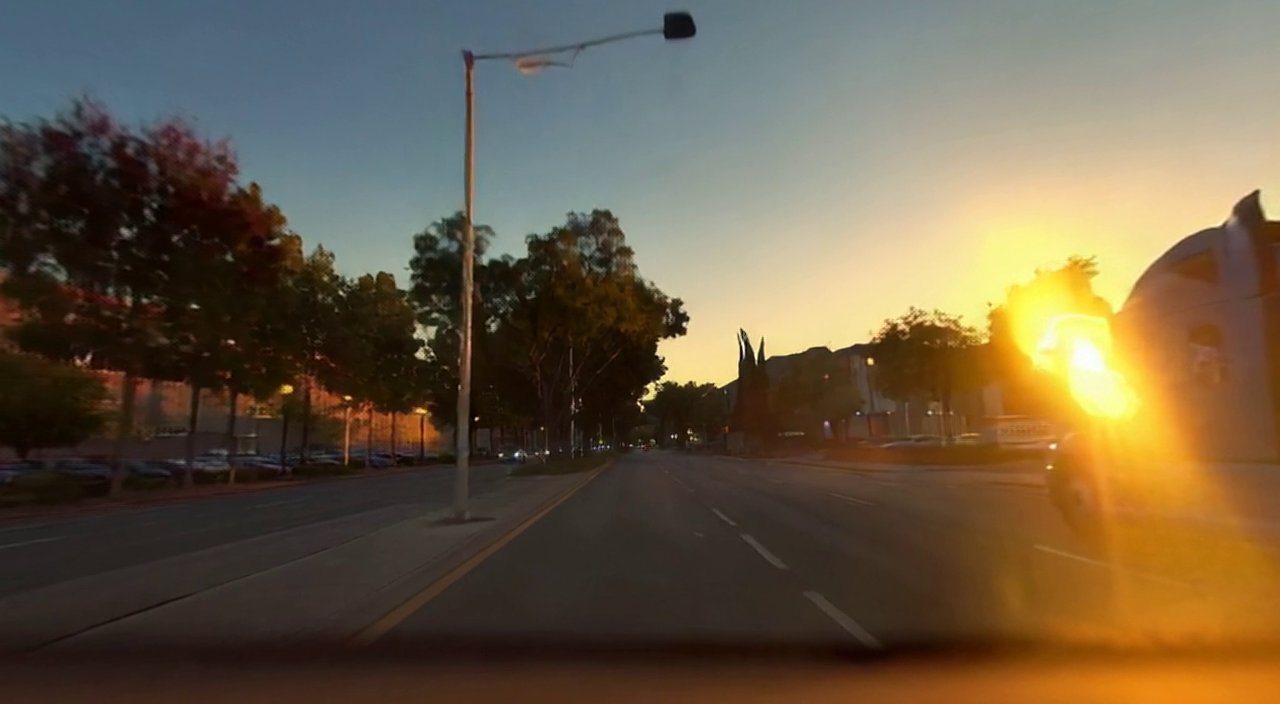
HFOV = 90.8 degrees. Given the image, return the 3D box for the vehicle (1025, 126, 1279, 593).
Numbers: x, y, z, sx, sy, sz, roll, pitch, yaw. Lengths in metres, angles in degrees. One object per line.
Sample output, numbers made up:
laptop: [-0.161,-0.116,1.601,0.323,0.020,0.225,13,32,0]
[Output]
vehicle: [6.841,-0.326,2.605,3.120,3.794,11.510,0,-8,-1]

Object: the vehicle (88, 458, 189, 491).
vehicle: [-28.041,6.823,35.478,4.247,1.628,1.933,6,-11,-37]

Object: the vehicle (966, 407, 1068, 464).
vehicle: [25.490,5.781,43.202,2.718,3.538,7.077,-1,-8,3]

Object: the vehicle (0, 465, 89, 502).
vehicle: [-27.918,5.915,28.495,4.386,1.473,1.863,8,-11,-42]
